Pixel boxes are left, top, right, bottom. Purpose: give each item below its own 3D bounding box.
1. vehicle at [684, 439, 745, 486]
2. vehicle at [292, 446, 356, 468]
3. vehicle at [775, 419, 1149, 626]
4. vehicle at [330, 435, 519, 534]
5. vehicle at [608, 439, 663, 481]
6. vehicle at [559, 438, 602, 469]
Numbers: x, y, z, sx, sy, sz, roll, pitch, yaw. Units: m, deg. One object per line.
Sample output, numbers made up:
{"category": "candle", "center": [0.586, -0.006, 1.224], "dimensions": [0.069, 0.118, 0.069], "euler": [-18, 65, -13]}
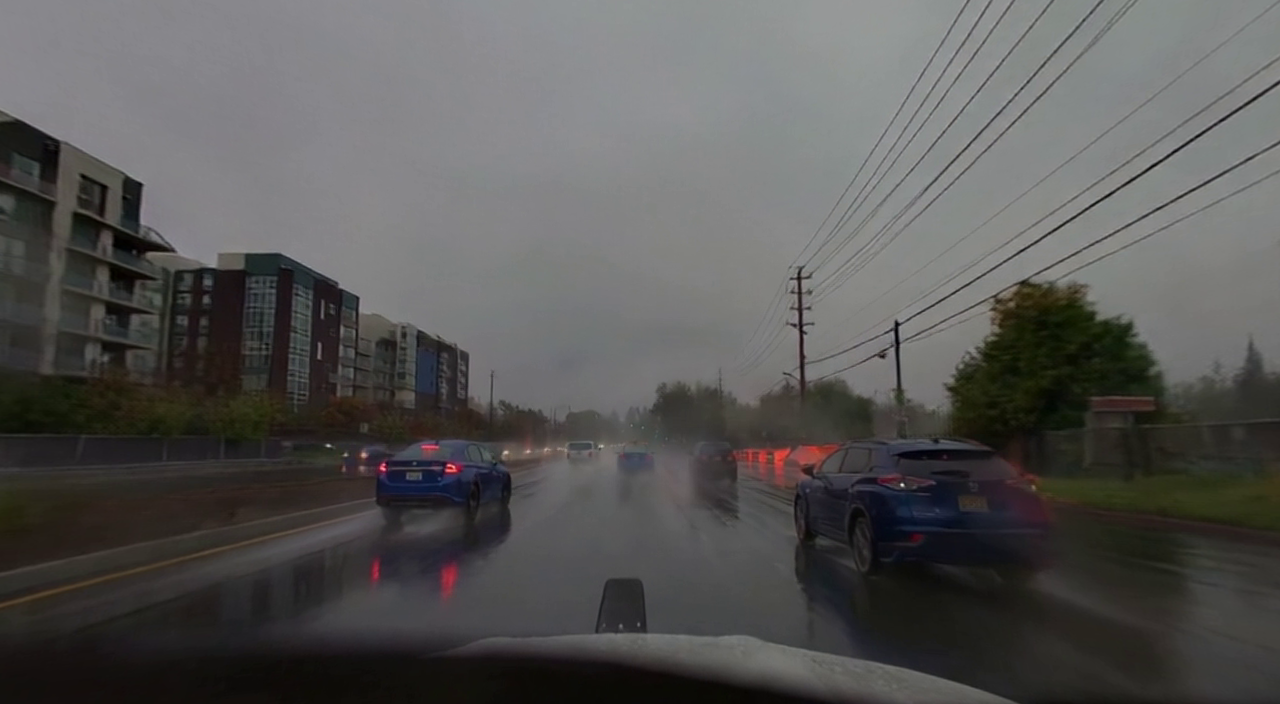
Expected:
{"category": "vehicle", "center": [3.088, 4.664, 27.024], "dimensions": [2.029, 1.797, 4.218], "euler": [0, -8, -1]}
{"category": "vehicle", "center": [-22.020, 7.325, 44.238], "dimensions": [2.053, 1.472, 4.526], "euler": [0, -8, 1]}
{"category": "vehicle", "center": [2.959, 1.635, 7.020], "dimensions": [1.975, 1.598, 4.025], "euler": [0, -8, -1]}
{"category": "vehicle", "center": [-3.644, 2.303, 11.620], "dimensions": [1.968, 1.473, 4.209], "euler": [0, -8, 0]}
{"category": "vehicle", "center": [-0.189, 4.824, 28.546], "dimensions": [2.291, 1.714, 4.217], "euler": [0, -8, 0]}
{"category": "vehicle", "center": [-3.629, 6.282, 39.321], "dimensions": [2.190, 1.832, 4.417], "euler": [0, -8, 1]}
